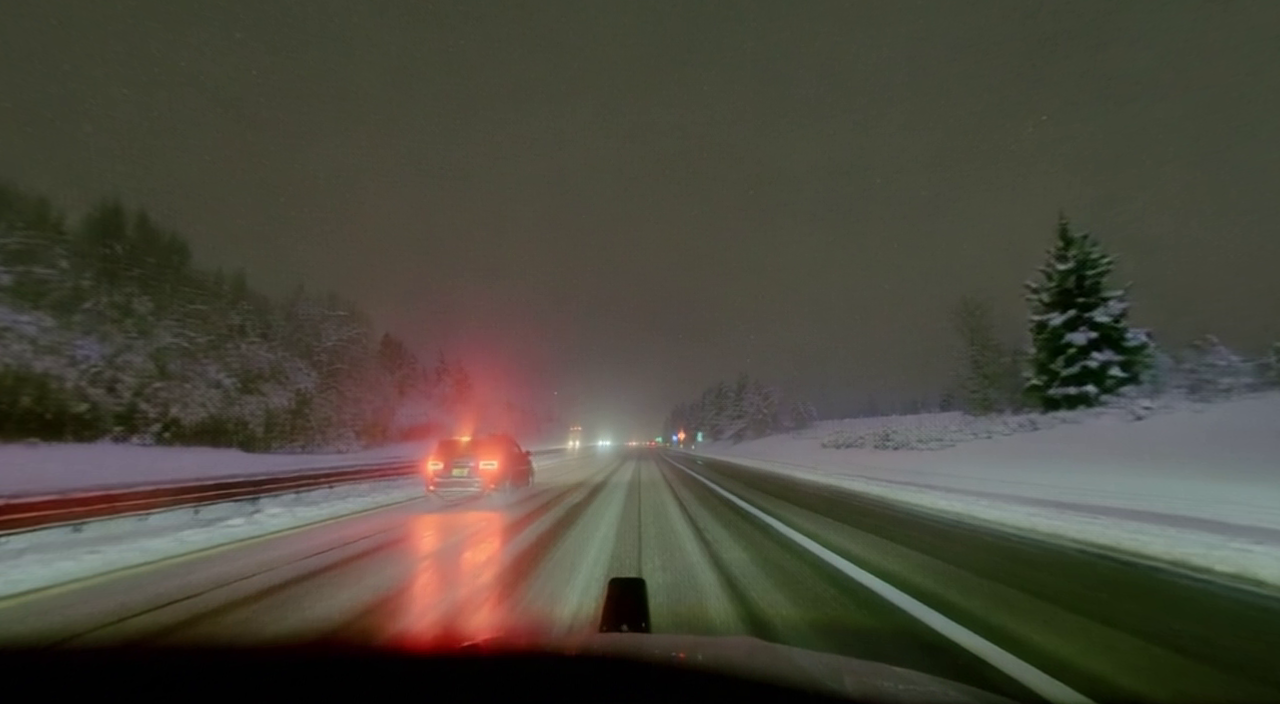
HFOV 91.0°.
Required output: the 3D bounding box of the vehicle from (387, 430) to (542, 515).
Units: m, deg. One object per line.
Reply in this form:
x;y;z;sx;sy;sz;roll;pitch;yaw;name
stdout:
-3.537;2.509;13.658;2.051;1.531;4.250;0;-8;1;vehicle
